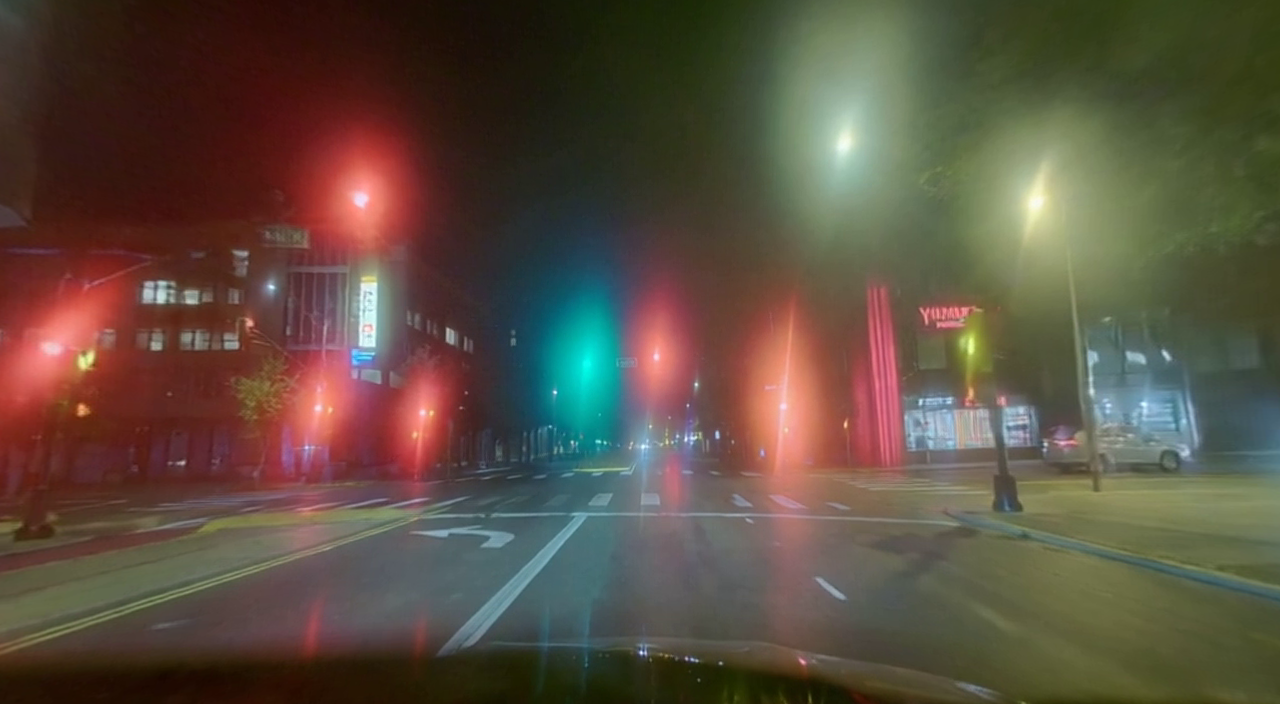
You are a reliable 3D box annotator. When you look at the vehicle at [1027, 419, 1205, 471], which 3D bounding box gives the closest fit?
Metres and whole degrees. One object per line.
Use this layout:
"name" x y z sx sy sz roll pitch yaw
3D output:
"vehicle" 17.323 3.421 23.134 4.836 1.795 1.957 0 -8 1
